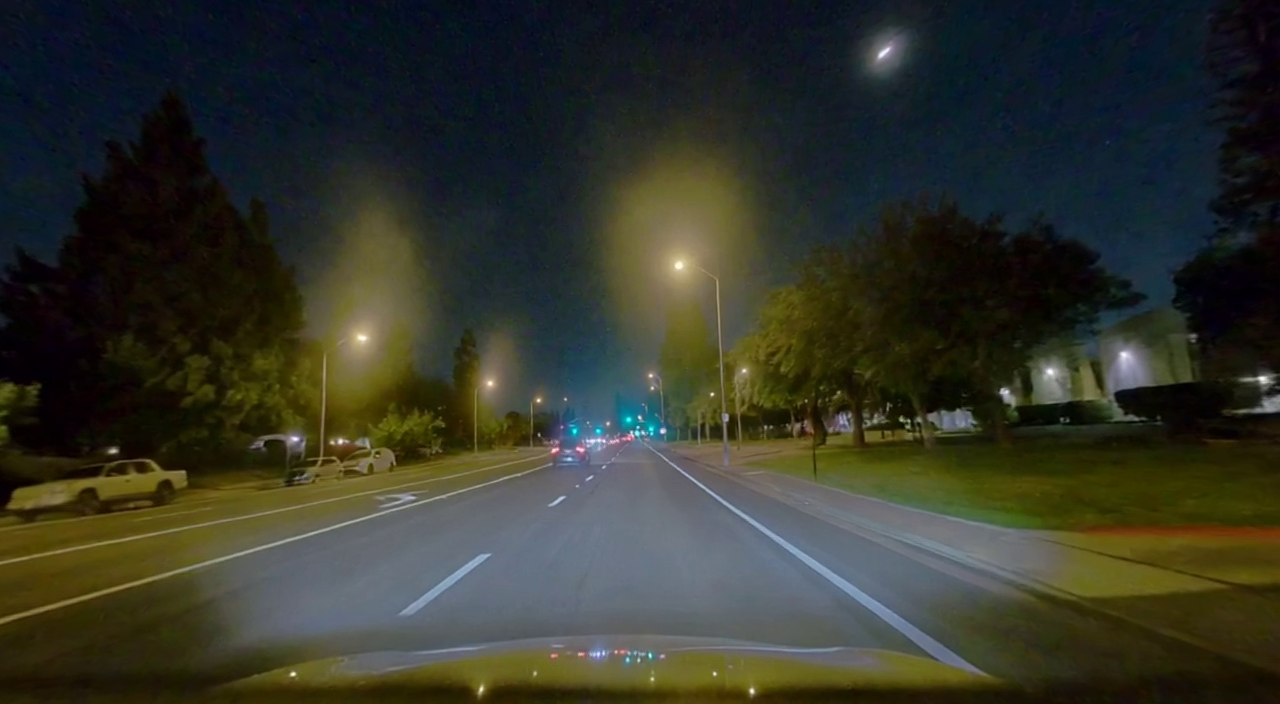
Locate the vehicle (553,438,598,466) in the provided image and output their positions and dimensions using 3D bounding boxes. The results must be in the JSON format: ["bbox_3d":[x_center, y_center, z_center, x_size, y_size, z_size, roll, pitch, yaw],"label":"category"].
[{"bbox_3d":[-3.515,5.534,35.110,2.030,1.467,4.251,0,-8,0],"label":"vehicle"}]

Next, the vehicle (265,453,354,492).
[{"bbox_3d":[-15.575,5.647,30.042,1.901,1.454,4.249,-3,-7,1],"label":"vehicle"}]

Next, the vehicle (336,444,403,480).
[{"bbox_3d":[-15.785,6.383,37.152,2.050,1.784,4.577,-3,-7,-1],"label":"vehicle"}]

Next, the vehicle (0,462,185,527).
[{"bbox_3d":[-15.696,3.973,18.123,1.927,1.479,4.543,0,-8,-1],"label":"vehicle"}]
